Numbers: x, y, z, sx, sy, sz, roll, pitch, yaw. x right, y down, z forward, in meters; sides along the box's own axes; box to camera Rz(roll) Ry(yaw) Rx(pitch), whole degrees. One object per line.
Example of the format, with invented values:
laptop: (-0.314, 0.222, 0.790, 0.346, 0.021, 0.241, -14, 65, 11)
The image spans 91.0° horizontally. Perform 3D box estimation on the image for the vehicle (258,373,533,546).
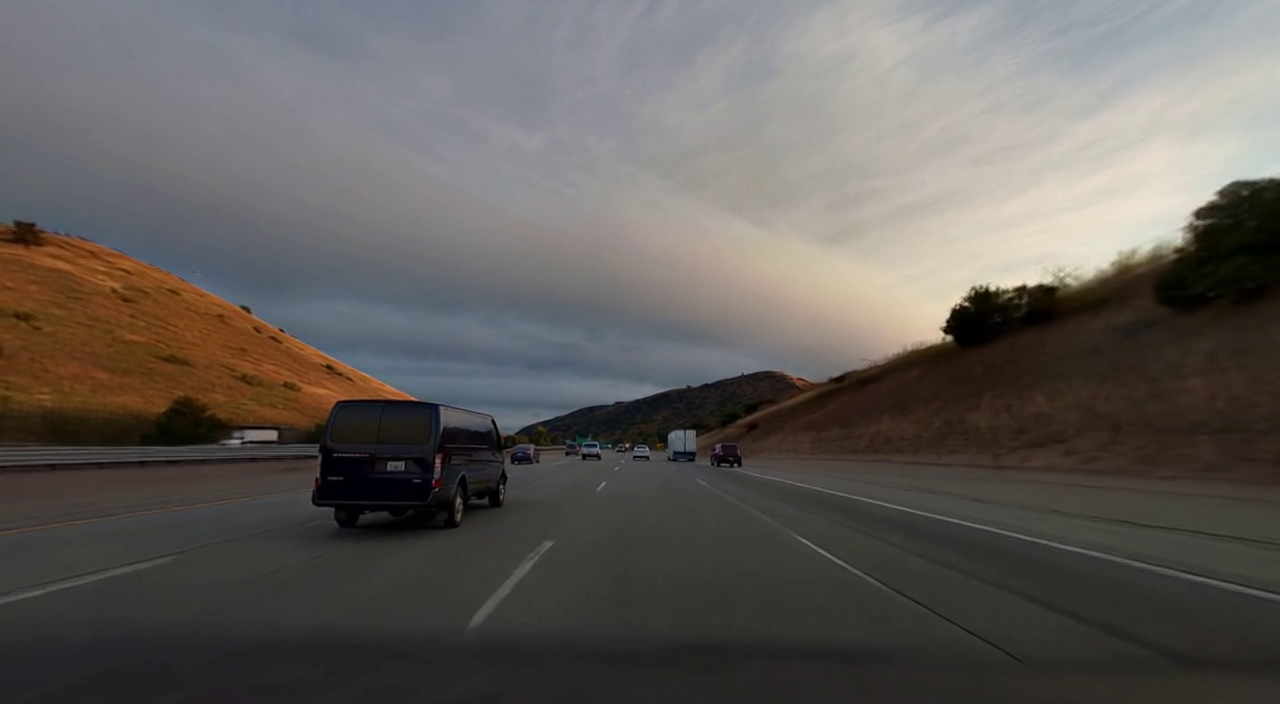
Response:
vehicle: (-3.637, 1.821, 11.065, 2.421, 2.203, 5.775, 0, -9, 1)

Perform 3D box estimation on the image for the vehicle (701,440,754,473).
vehicle: (4.442, 5.392, 32.612, 2.051, 1.598, 4.145, 0, -9, -1)

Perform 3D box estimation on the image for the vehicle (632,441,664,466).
vehicle: (0.517, 6.805, 42.217, 2.014, 1.543, 3.804, 0, -9, 0)

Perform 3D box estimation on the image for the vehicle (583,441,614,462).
vehicle: (-3.143, 7.669, 48.567, 2.138, 1.581, 4.340, 0, -9, 0)
